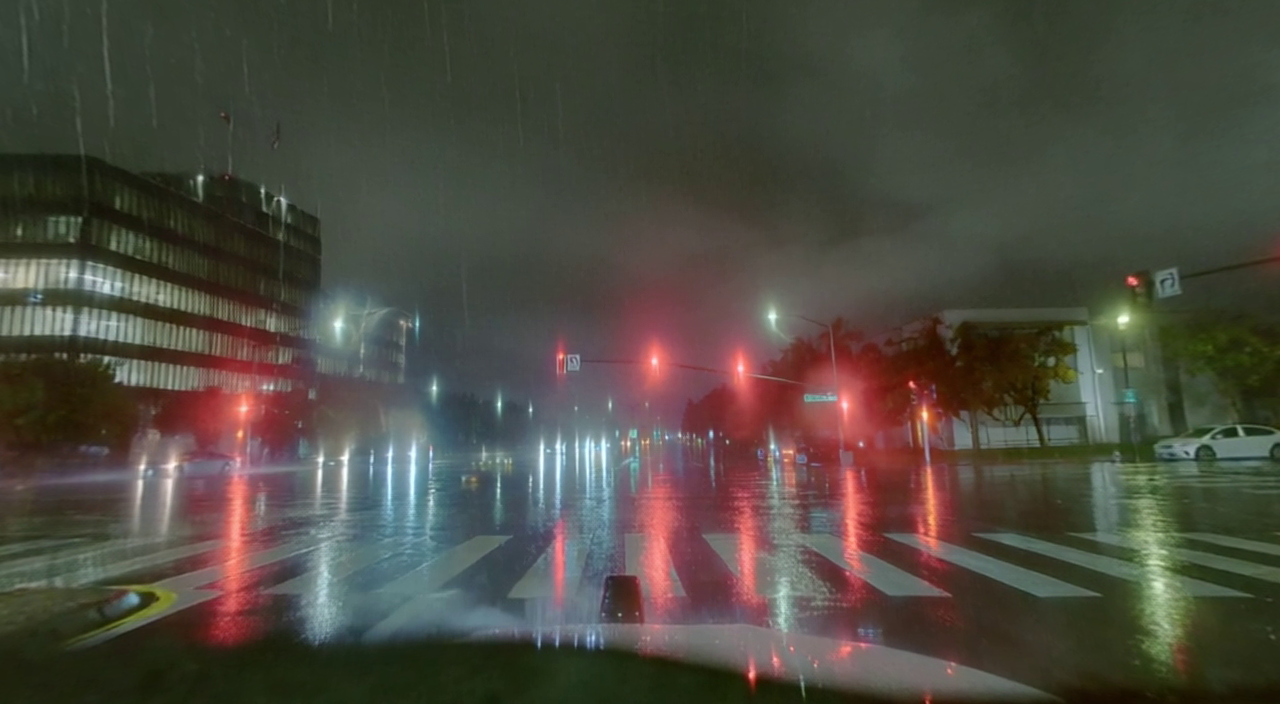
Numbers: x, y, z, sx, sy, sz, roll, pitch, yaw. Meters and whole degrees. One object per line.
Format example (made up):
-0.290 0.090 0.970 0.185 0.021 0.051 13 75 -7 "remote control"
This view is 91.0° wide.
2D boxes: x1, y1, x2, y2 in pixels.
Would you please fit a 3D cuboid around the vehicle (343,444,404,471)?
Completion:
-18.559 7.350 44.021 2.237 1.801 4.541 0 -9 1 "vehicle"

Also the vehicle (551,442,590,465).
-4.536 6.711 41.684 1.954 1.431 4.050 -1 -9 2 "vehicle"

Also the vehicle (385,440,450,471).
-15.129 7.039 43.156 2.340 1.946 5.450 0 -9 2 "vehicle"

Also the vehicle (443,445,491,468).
-11.642 7.078 42.704 1.911 1.476 4.297 -1 -9 2 "vehicle"

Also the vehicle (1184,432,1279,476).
22.318 3.582 22.241 4.474 1.477 1.908 0 -9 -3 "vehicle"

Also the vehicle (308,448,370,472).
-21.380 7.682 44.955 1.929 1.619 4.577 -1 -9 4 "vehicle"

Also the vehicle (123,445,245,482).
-24.661 5.991 34.272 2.032 1.839 4.884 -4 -9 23 "vehicle"

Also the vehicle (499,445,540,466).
-8.103 7.005 42.607 1.910 1.321 3.692 0 -9 1 "vehicle"
